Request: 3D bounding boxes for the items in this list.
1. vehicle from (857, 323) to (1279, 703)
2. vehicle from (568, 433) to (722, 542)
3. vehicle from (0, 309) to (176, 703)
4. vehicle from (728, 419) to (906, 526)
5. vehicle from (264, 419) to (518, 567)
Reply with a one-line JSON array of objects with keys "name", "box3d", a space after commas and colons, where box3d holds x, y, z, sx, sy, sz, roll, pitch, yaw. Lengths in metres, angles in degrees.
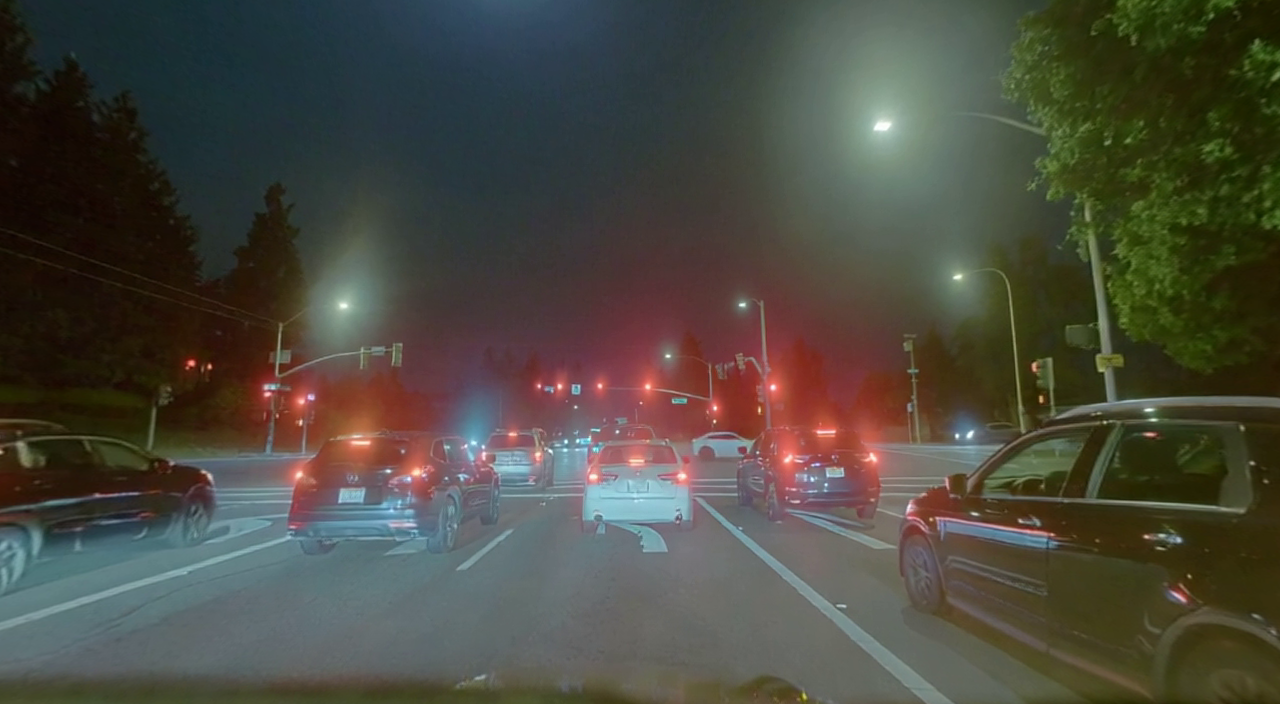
[{"name": "vehicle", "box3d": [3.151, 0.995, 3.737, 2.074, 1.685, 4.387, 0, -8, -1]}, {"name": "vehicle", "box3d": [0.004, 2.106, 10.420, 2.076, 1.438, 3.770, 0, -8, -2]}, {"name": "vehicle", "box3d": [-3.204, 0.502, 0.603, 2.079, 1.756, 4.676, 0, -8, -3]}, {"name": "vehicle", "box3d": [3.074, 2.207, 12.014, 2.106, 1.667, 4.101, 0, -8, -1]}, {"name": "vehicle", "box3d": [-3.058, 1.818, 8.903, 1.896, 1.546, 4.378, 0, -8, -2]}]
